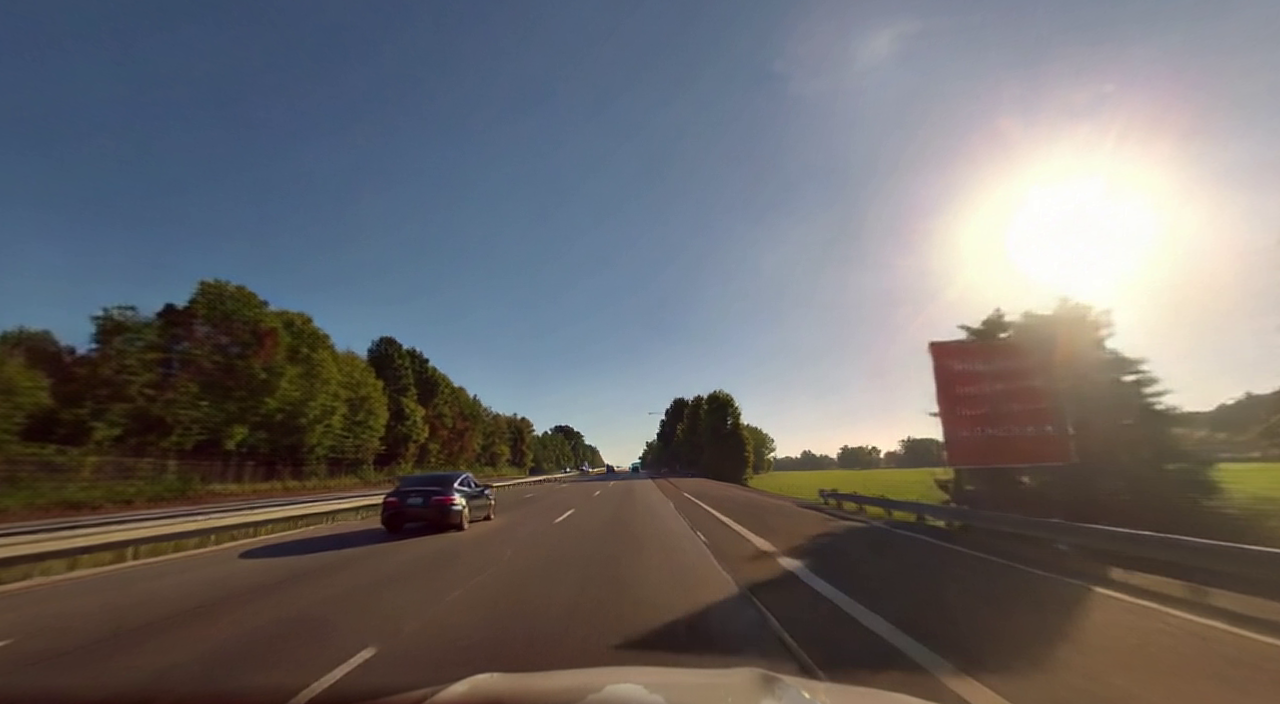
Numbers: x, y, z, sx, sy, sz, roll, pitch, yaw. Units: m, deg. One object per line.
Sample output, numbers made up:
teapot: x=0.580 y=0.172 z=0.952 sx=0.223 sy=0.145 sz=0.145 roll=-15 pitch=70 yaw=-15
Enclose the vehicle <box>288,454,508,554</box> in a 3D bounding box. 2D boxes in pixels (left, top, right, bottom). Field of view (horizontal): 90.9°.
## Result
vehicle: x=-4.076 y=2.683 z=11.695 sx=2.183 sy=1.435 sz=4.653 roll=0 pitch=-10 yaw=1
